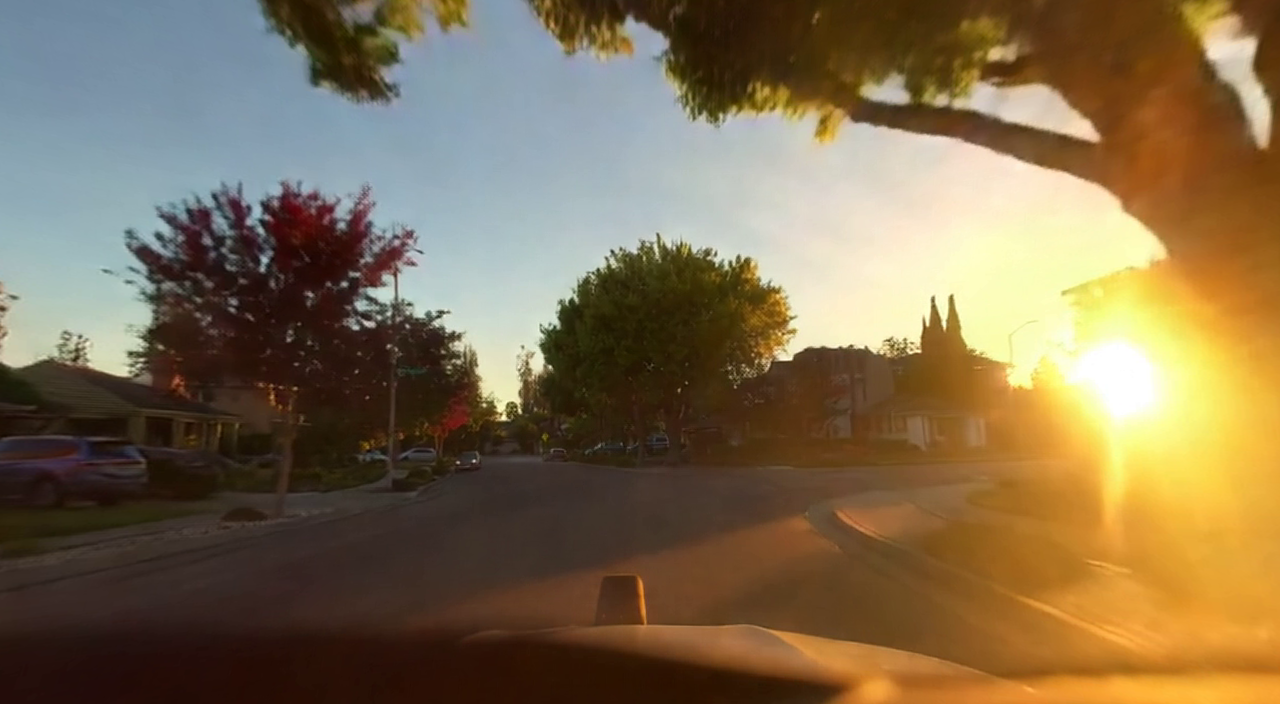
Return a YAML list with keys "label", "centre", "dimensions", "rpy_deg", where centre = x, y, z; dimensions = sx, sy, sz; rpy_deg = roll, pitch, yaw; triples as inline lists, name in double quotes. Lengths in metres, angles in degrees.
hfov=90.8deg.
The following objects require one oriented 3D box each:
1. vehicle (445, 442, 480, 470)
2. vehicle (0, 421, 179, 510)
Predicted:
- label: "vehicle"
  centre: [-12.485, 7.341, 44.607]
  dimensions: [2.152, 1.826, 4.725]
  rpy_deg: [2, -9, -14]
- label: "vehicle"
  centre: [-14.713, 2.863, 15.511]
  dimensions: [5.045, 1.835, 2.315]
  rpy_deg: [-4, -9, 0]
